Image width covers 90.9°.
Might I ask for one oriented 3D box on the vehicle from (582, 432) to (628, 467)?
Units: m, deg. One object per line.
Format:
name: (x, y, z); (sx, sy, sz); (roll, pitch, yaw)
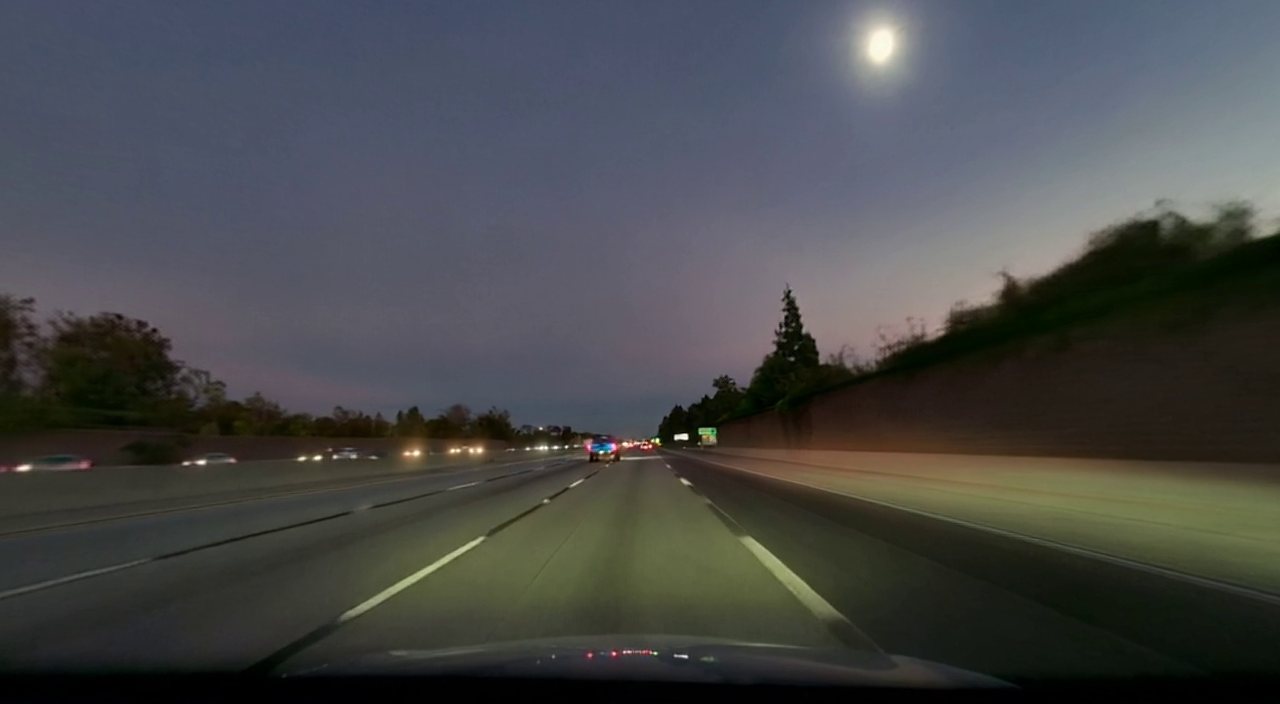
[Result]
vehicle: (-2.256, 6.584, 42.836); (2.604, 2.170, 6.271); (-1, -8, 2)

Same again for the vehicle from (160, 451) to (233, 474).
vehicle: (-32.648, 8.123, 46.529); (1.944, 1.542, 4.649); (0, -8, 1)

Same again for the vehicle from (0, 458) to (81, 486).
vehicle: (-36.842, 7.216, 38.049); (1.870, 1.489, 4.644); (0, -8, 1)
